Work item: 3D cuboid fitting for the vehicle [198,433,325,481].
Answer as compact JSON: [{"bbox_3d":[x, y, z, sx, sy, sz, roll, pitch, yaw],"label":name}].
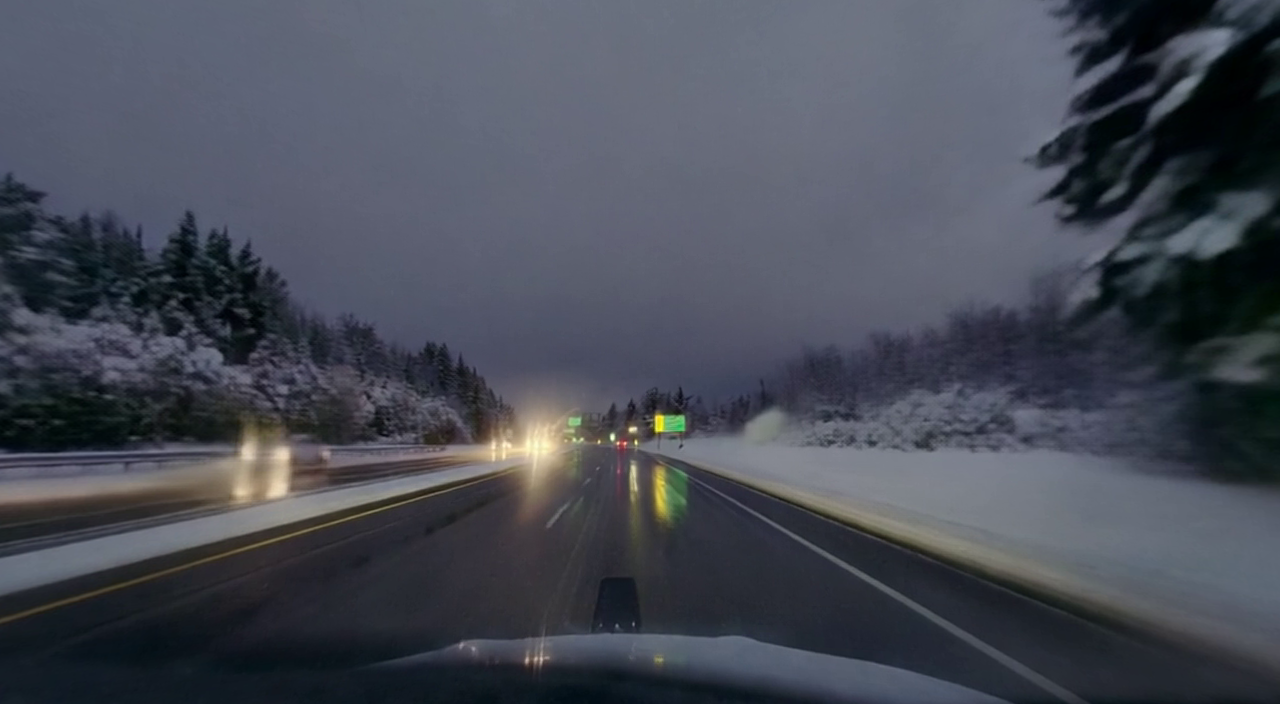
[{"bbox_3d":[-13.014,3.618,22.015,1.972,1.503,3.935,0,-8,0],"label":"vehicle"}]
